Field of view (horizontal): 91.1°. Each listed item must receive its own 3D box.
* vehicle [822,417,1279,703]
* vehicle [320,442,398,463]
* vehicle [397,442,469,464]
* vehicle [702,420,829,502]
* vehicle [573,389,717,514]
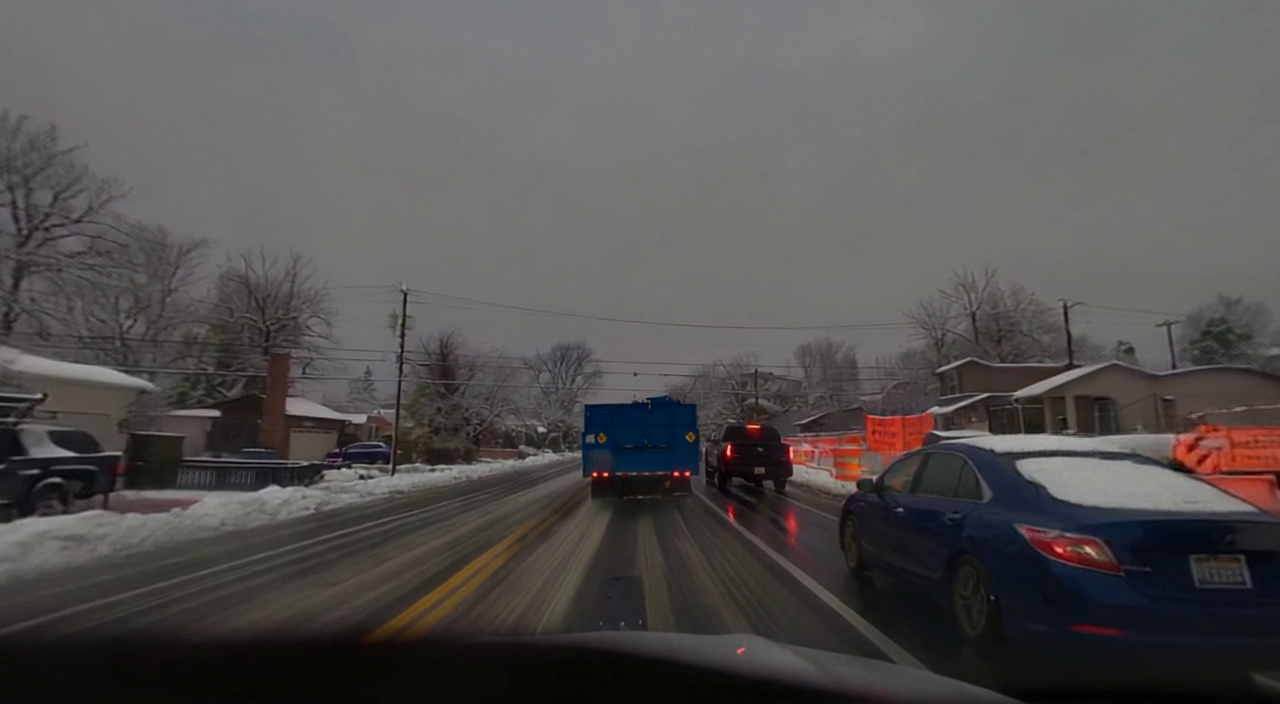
[{"bbox_3d":[3.199,1.405,5.310,2.010,1.499,4.481,0,-8,0],"label":"vehicle"},{"bbox_3d":[-20.134,7.232,45.060,4.706,1.468,1.817,-1,-9,3],"label":"vehicle"},{"bbox_3d":[-14.911,7.280,45.356,4.490,1.500,1.875,0,-9,-1],"label":"vehicle"},{"bbox_3d":[3.366,3.098,18.303,2.486,1.993,5.667,0,-8,0],"label":"vehicle"},{"bbox_3d":[0.172,2.388,15.298,2.751,2.361,6.347,0,-9,1],"label":"vehicle"}]
